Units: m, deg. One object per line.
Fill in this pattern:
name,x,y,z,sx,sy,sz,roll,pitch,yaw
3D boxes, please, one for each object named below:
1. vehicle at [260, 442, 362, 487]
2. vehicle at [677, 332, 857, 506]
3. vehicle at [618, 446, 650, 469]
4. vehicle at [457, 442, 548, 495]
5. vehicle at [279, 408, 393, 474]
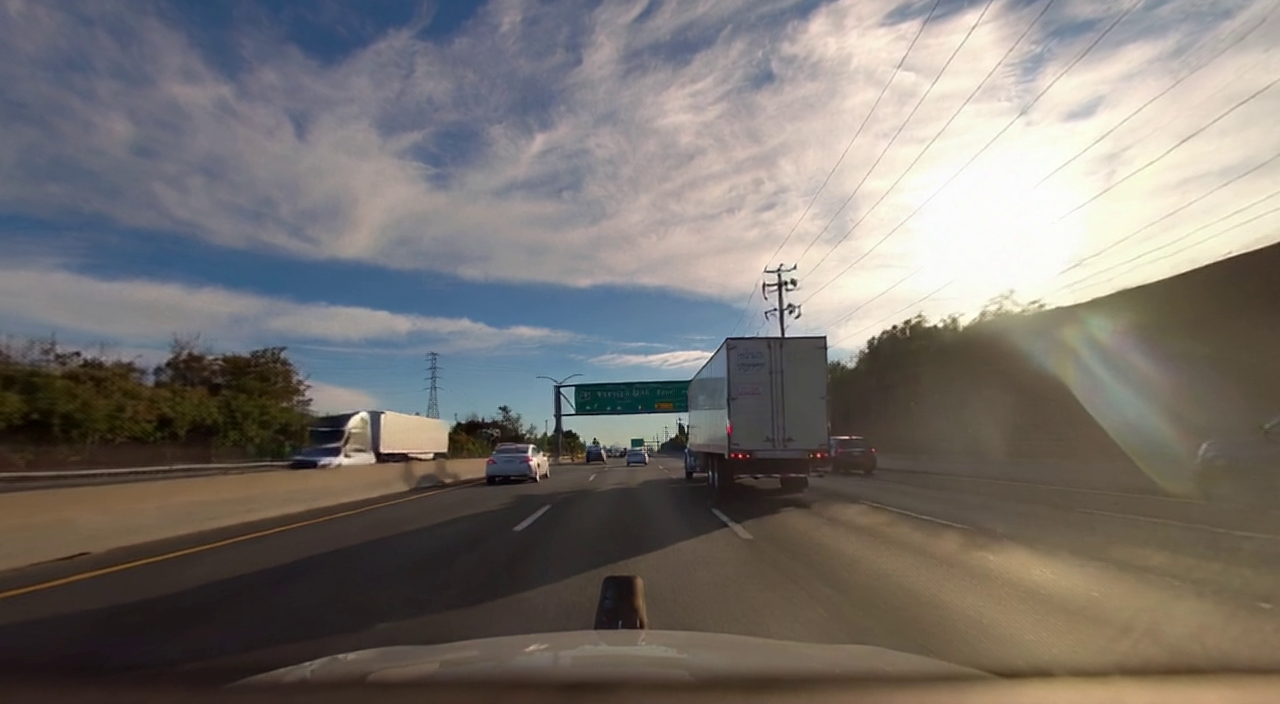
vehicle,-11.541,3.928,22.323,1.670,1.451,3.565,0,-8,0
vehicle,3.453,2.726,22.955,2.907,4.109,16.177,0,-8,-1
vehicle,-0.355,7.079,42.423,2.047,1.485,3.938,0,-8,1
vehicle,-4.271,3.644,20.163,1.968,1.507,3.829,0,-8,1
vehicle,-18.767,5.618,39.617,3.017,3.721,8.231,0,-8,0
